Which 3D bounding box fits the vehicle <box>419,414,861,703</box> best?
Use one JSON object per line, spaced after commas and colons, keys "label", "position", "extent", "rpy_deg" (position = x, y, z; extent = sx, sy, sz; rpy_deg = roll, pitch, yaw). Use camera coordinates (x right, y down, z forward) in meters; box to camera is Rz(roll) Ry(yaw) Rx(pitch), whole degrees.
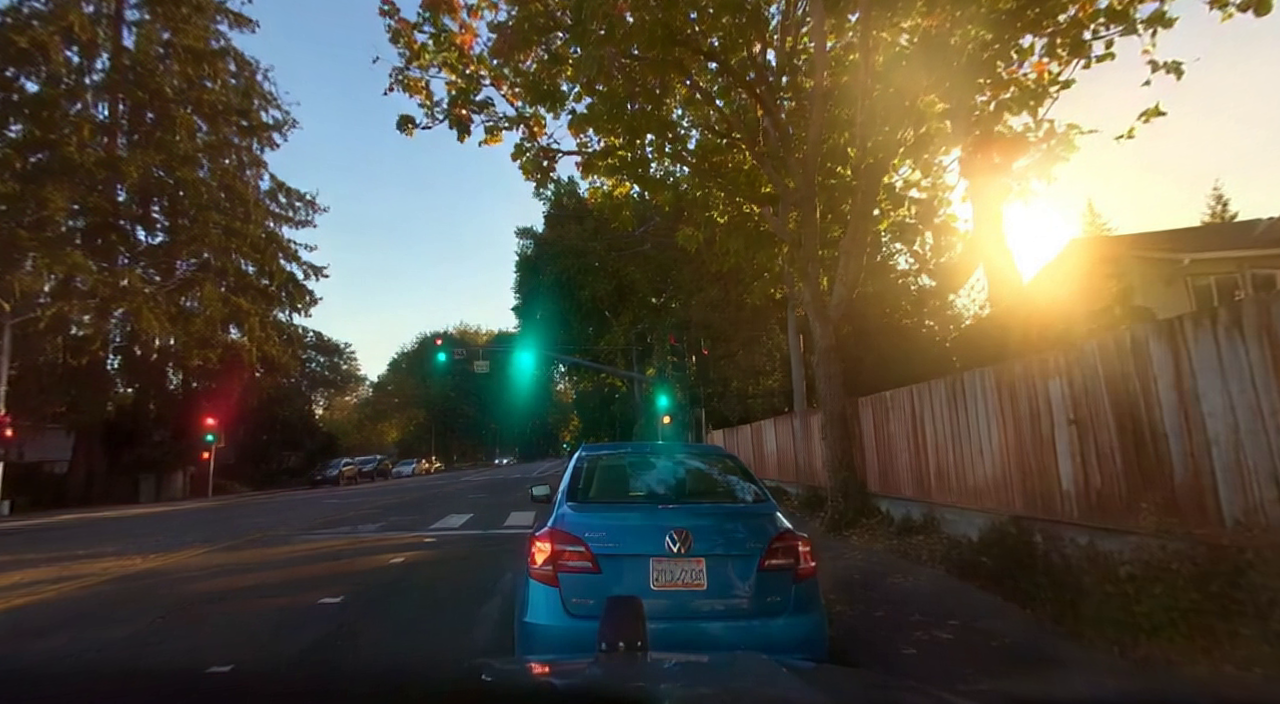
{"label": "vehicle", "position": [-0.149, 1.320, 4.778], "extent": [2.024, 1.502, 3.702], "rpy_deg": [1, -9, -6]}
